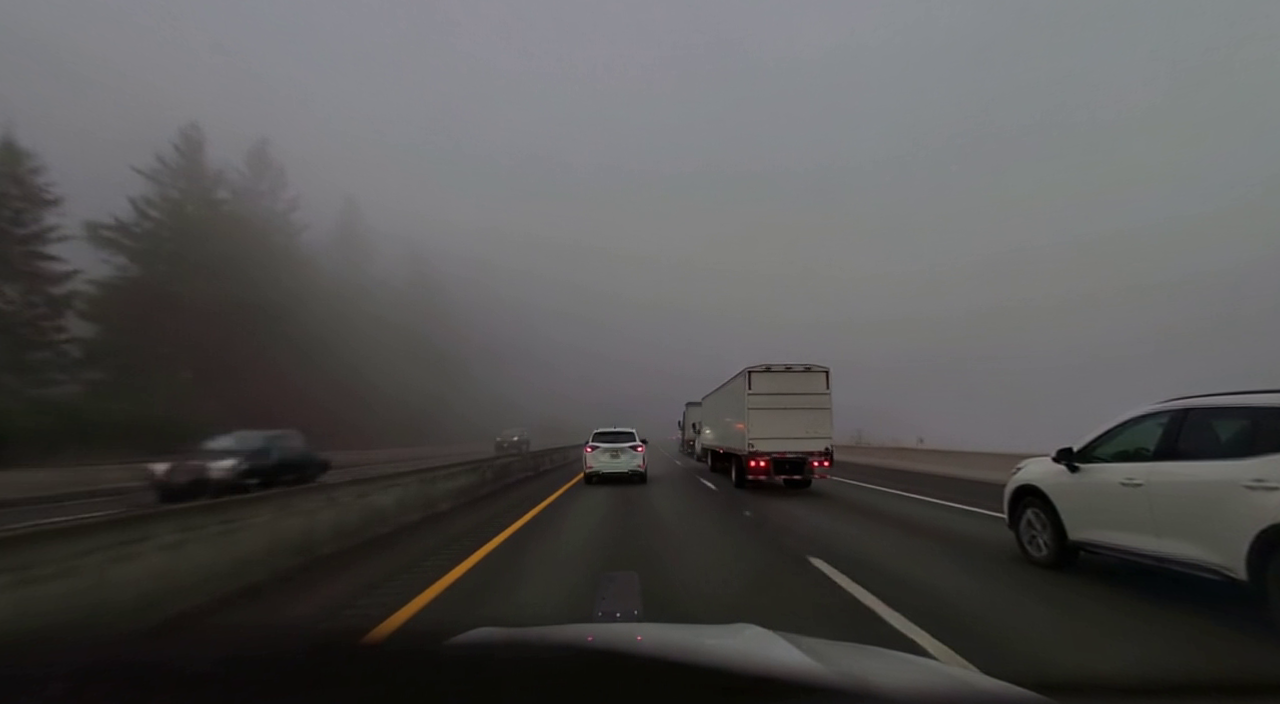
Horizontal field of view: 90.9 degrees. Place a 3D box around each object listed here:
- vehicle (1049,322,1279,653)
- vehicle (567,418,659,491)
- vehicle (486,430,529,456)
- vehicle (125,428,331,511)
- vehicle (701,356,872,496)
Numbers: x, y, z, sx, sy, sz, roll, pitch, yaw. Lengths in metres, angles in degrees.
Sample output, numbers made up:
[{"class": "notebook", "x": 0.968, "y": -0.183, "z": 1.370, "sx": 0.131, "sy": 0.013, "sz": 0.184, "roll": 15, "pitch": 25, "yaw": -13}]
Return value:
[{"class": "vehicle", "x": 4.719, "y": 0.785, "z": 3.648, "sx": 2.011, "sy": 1.905, "sz": 3.905, "roll": 0, "pitch": -7, "yaw": 0}, {"class": "vehicle", "x": -0.632, "y": 2.592, "z": 16.398, "sx": 2.082, "sy": 1.638, "sz": 4.055, "roll": 0, "pitch": -7, "yaw": 0}, {"class": "vehicle", "x": -9.273, "y": 6.384, "z": 44.394, "sx": 2.012, "sy": 1.703, "sz": 4.298, "roll": 0, "pitch": -7, "yaw": 1}, {"class": "vehicle", "x": -8.923, "y": 2.529, "z": 14.185, "sx": 1.911, "sy": 1.570, "sz": 4.036, "roll": 0, "pitch": -7, "yaw": 0}, {"class": "vehicle", "x": 3.562, "y": 2.126, "z": 17.867, "sx": 2.723, "sy": 3.027, "sz": 8.478, "roll": 0, "pitch": -7, "yaw": -1}]
